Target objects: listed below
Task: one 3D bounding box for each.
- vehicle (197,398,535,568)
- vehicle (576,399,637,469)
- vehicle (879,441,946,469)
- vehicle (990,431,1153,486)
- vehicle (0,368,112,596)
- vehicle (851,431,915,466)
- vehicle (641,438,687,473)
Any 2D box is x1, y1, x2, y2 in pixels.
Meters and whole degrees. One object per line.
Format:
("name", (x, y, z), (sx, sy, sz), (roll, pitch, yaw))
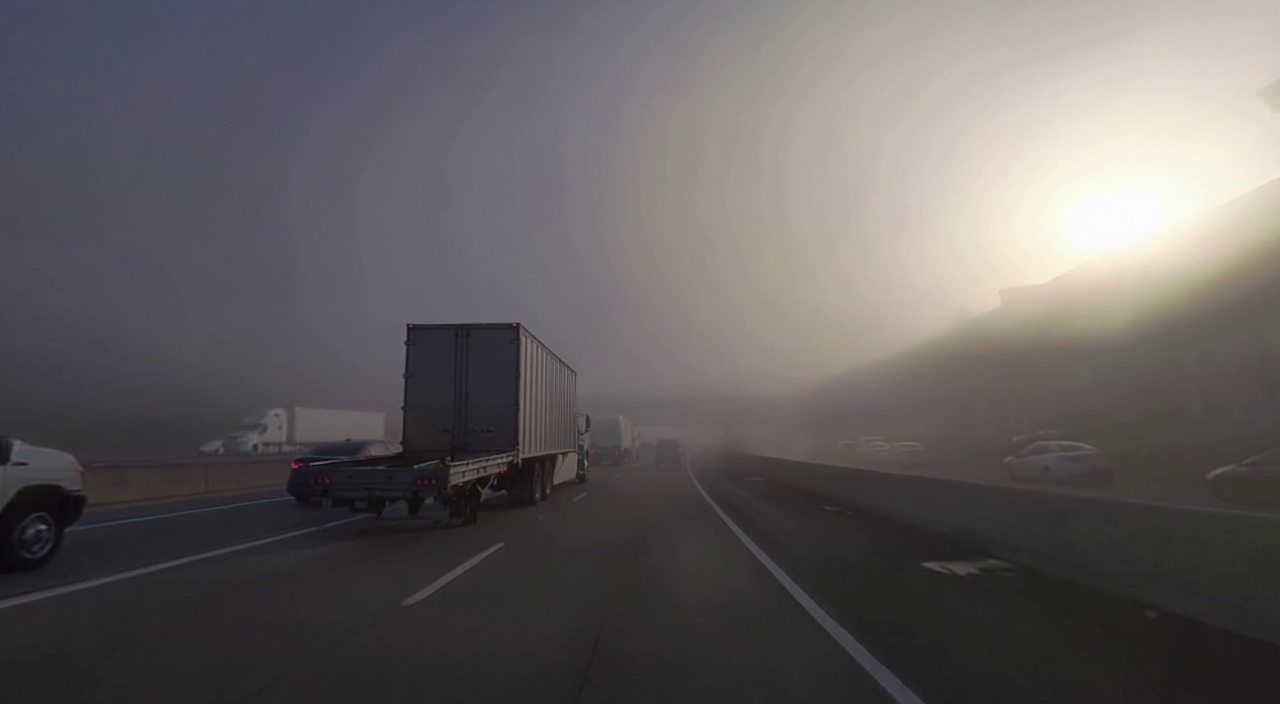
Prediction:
("vehicle", (-3.271, 1.664, 8.588), (2.896, 1.779, 3.441), (0, -9, 3))
("vehicle", (-1.923, 5.366, 40.514), (3.073, 3.894, 9.782), (-1, -9, 2))
("vehicle", (15.187, 5.757, 35.389), (1.859, 1.452, 4.749), (-1, -9, 4))
("vehicle", (14.286, 3.559, 21.307), (2.237, 1.656, 4.676), (0, -9, 1))
("vehicle", (-6.736, 0.913, 4.005), (2.323, 1.959, 5.038), (0, -9, 0))
("vehicle", (15.684, 6.289, 41.095), (2.241, 2.052, 5.864), (-1, -9, 5))
("vehicle", (1.230, 5.208, 31.958), (2.178, 1.640, 4.071), (-1, -9, 3))
